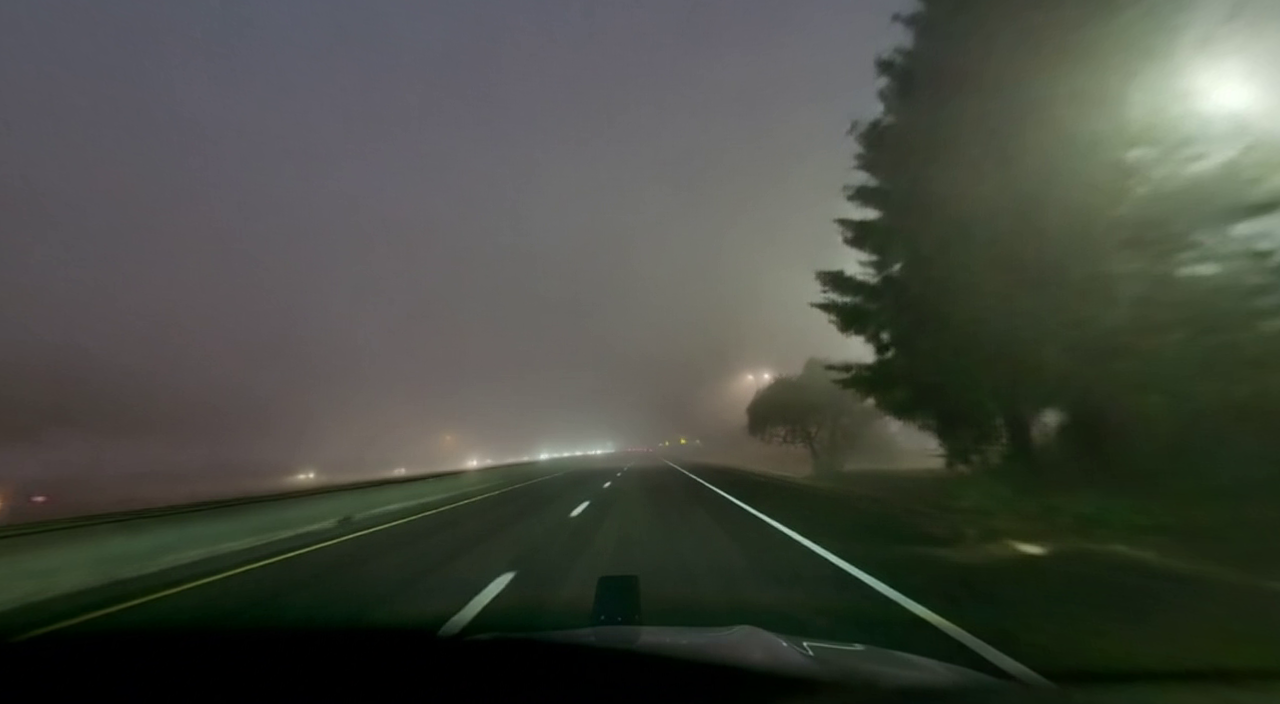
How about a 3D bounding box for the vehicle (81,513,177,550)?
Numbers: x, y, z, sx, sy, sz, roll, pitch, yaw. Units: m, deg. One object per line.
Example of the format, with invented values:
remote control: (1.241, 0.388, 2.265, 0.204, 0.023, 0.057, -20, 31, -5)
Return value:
vehicle: (-30.498, 10.727, 37.796, 1.775, 1.530, 4.579, -2, -9, 3)
